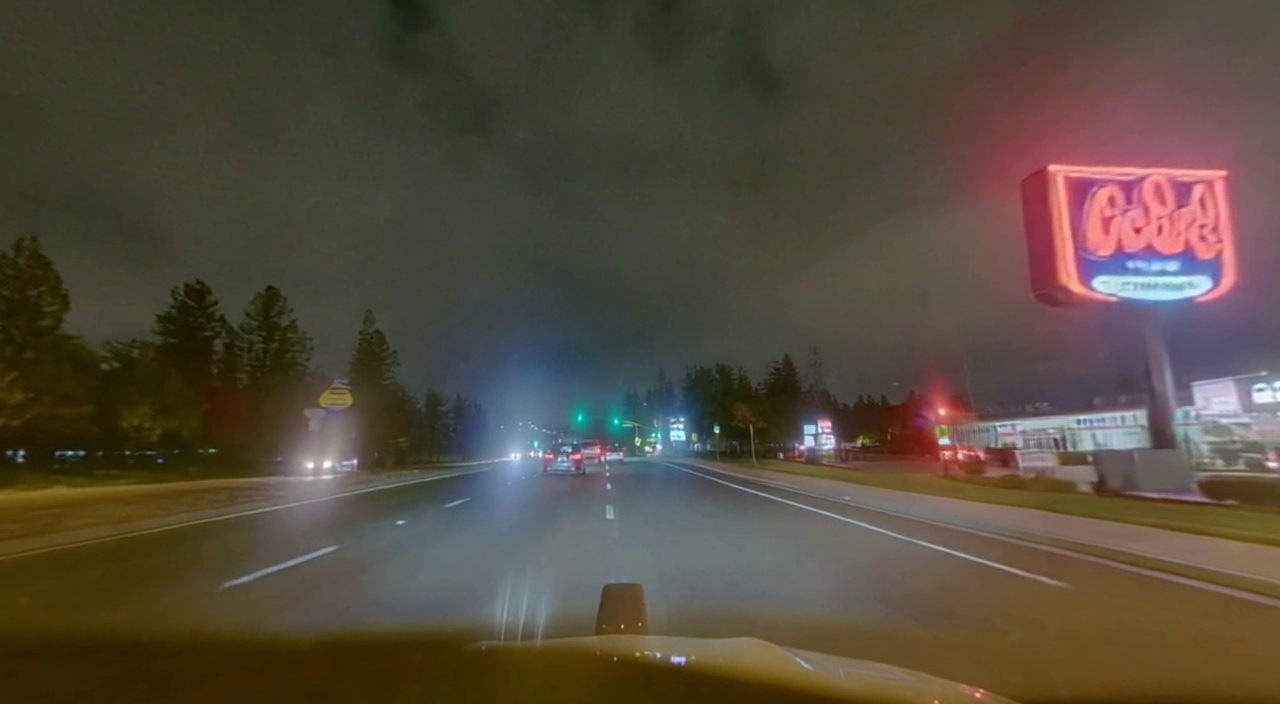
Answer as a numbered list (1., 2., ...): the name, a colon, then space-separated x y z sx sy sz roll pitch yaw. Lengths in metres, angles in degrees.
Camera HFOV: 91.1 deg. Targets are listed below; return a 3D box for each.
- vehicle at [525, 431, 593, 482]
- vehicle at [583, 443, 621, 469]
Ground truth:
1. vehicle: -3.199 4.267 26.006 2.222 1.899 5.006 0 -8 -1
2. vehicle: -2.334 6.174 37.423 2.113 1.446 4.309 1 -8 -5
